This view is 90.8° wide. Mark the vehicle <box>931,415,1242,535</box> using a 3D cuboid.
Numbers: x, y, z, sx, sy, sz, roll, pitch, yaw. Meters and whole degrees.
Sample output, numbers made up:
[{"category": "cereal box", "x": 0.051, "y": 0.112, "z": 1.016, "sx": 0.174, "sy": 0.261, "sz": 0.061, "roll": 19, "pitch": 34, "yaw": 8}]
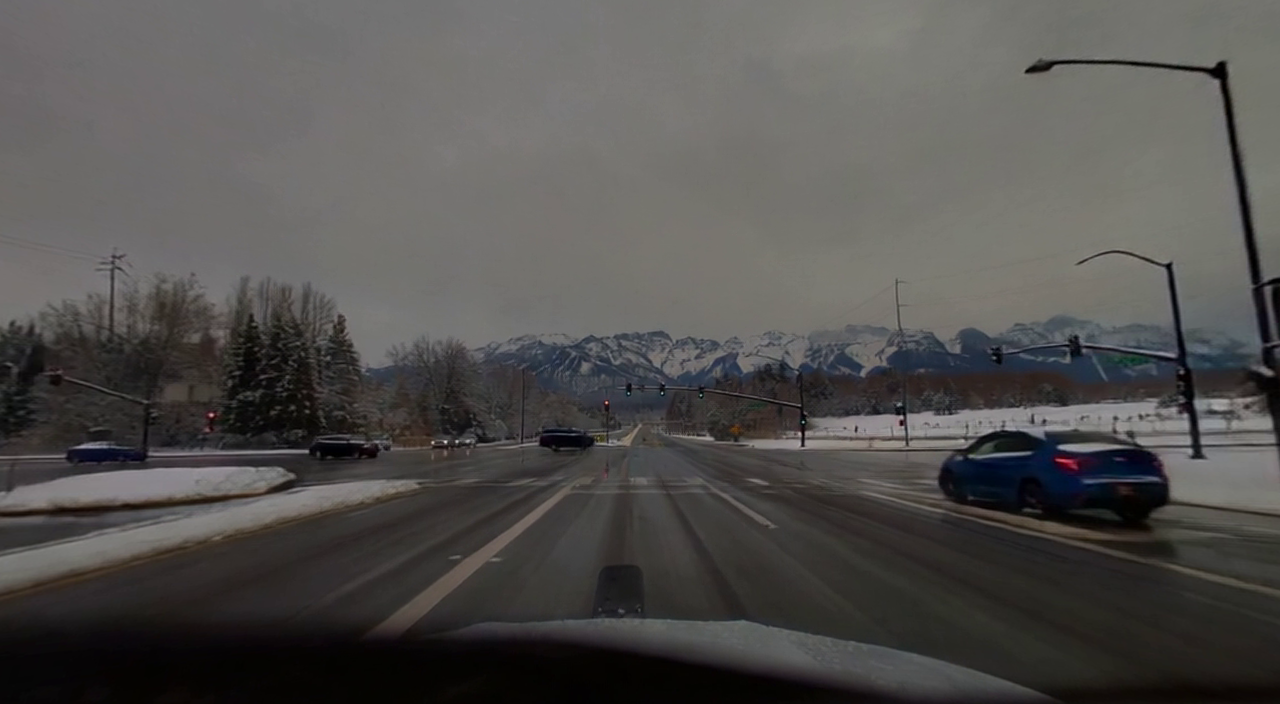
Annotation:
[{"category": "vehicle", "x": 7.010, "y": 1.977, "z": 10.754, "sx": 1.899, "sy": 1.570, "sz": 4.666, "roll": 0, "pitch": -8, "yaw": 0}]

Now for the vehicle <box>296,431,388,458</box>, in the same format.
[{"category": "vehicle", "x": -20.541, "y": 6.405, "z": 43.778, "sx": 5.228, "sy": 1.805, "sz": 2.246, "roll": 2, "pitch": -9, "yaw": -11}]

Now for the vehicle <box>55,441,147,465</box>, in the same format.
[{"category": "vehicle", "x": -35.803, "y": 6.722, "z": 42.050, "sx": 4.218, "sy": 1.542, "sz": 2.044, "roll": 0, "pitch": -8, "yaw": -1}]
